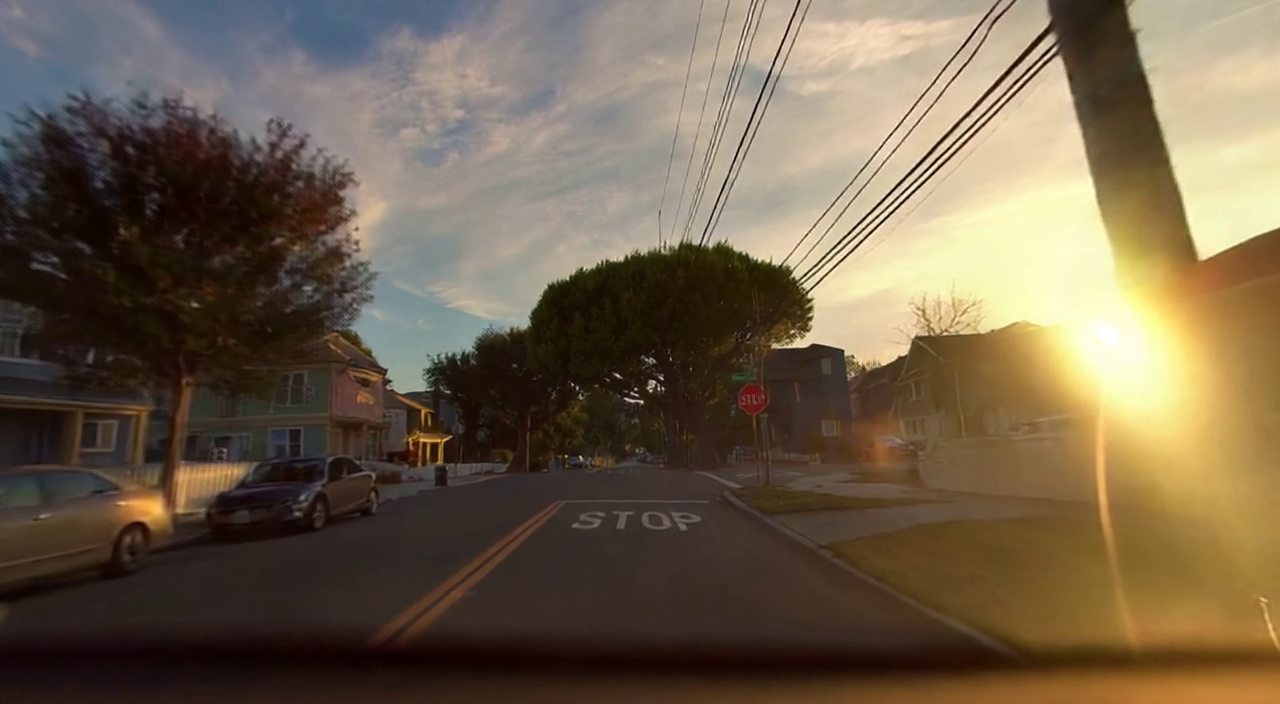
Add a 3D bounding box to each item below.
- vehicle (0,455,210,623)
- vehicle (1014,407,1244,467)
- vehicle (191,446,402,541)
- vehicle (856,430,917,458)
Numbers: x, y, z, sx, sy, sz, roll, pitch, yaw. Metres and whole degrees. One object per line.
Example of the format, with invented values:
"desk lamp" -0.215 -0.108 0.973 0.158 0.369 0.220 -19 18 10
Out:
"vehicle" -6.877 1.811 6.306 2.056 1.481 4.451 0 -8 -1
"vehicle" 16.723 2.967 21.914 6.022 1.953 2.250 0 -9 0
"vehicle" -6.726 2.759 13.014 2.026 1.560 4.062 -2 -9 1
"vehicle" 15.676 5.905 40.415 2.025 1.689 4.342 0 -8 -2
